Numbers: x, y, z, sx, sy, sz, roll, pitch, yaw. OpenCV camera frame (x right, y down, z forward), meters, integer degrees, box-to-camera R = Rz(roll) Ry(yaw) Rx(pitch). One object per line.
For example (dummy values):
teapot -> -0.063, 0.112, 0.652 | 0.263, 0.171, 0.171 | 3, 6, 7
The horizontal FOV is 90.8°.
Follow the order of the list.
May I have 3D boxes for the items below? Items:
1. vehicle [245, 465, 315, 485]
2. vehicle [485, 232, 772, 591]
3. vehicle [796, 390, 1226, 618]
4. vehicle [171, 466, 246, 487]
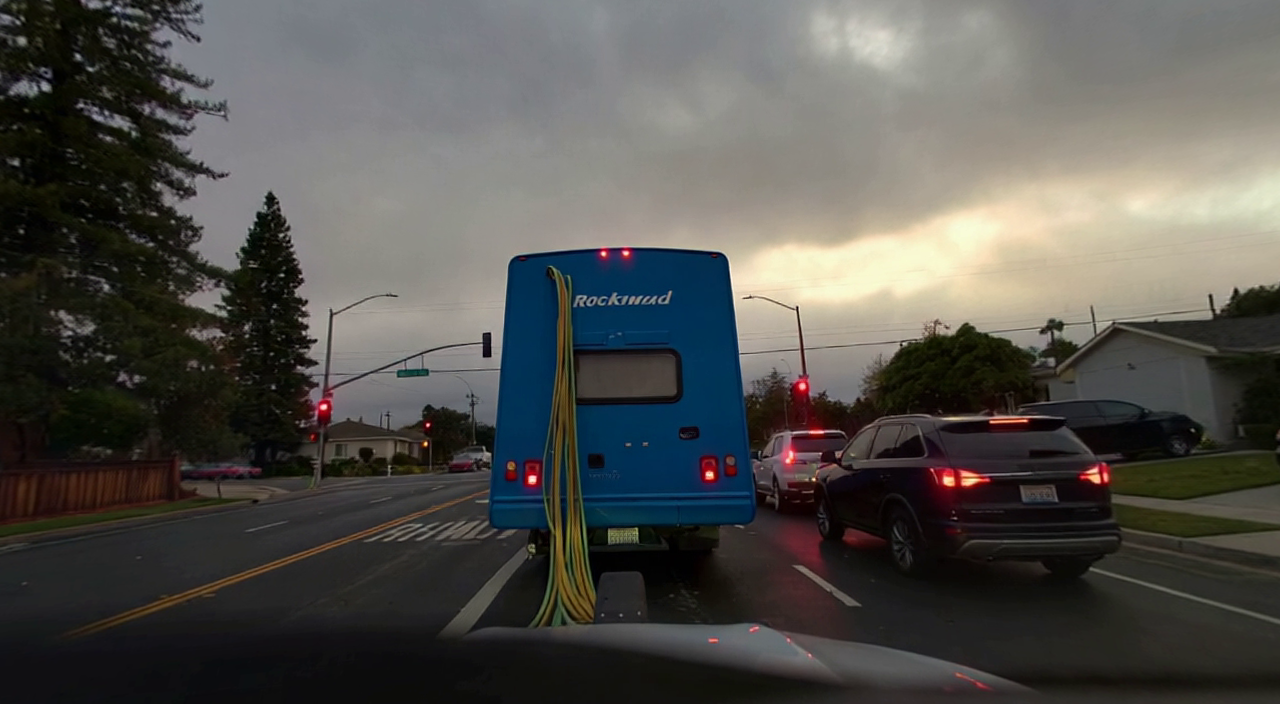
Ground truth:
vehicle -> -27.412, 9.348, 48.142 | 4.187, 1.445, 1.809 | 0, -9, 0
vehicle -> -0.117, 1.122, 10.279 | 2.709, 3.511, 8.213 | 0, -9, 0
vehicle -> 3.407, 1.493, 7.130 | 2.104, 1.735, 4.408 | 0, -9, 0
vehicle -> -32.714, 9.399, 47.949 | 4.311, 1.458, 1.707 | 0, -9, -3
